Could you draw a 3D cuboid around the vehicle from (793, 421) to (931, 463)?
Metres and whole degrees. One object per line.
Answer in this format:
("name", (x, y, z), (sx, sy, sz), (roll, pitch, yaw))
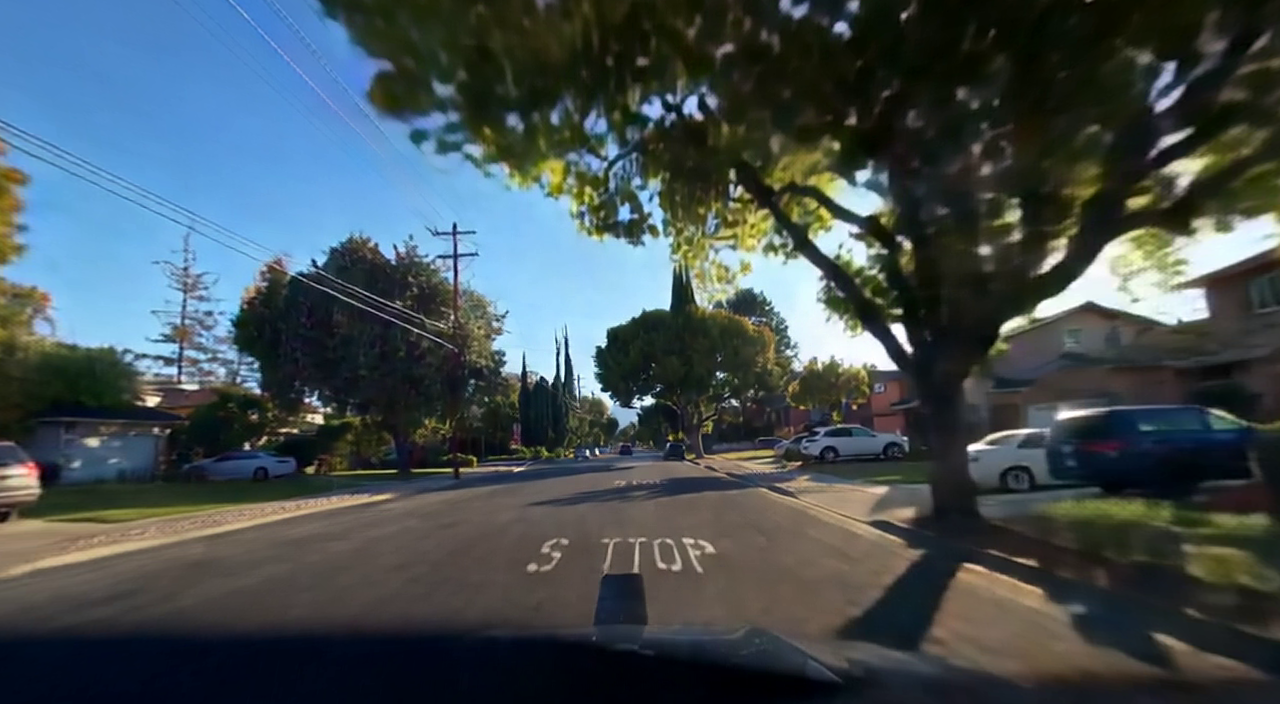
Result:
("vehicle", (11.000, 4.532, 31.666), (5.968, 1.963, 2.573), (1, -8, -3))

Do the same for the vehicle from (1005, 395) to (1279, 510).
("vehicle", (9.598, 1.779, 11.517), (4.465, 1.727, 2.127), (-3, -8, 2))

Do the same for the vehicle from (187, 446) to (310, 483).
("vehicle", (-17.981, 5.153, 29.161), (4.304, 1.643, 1.969), (0, -9, 1))
